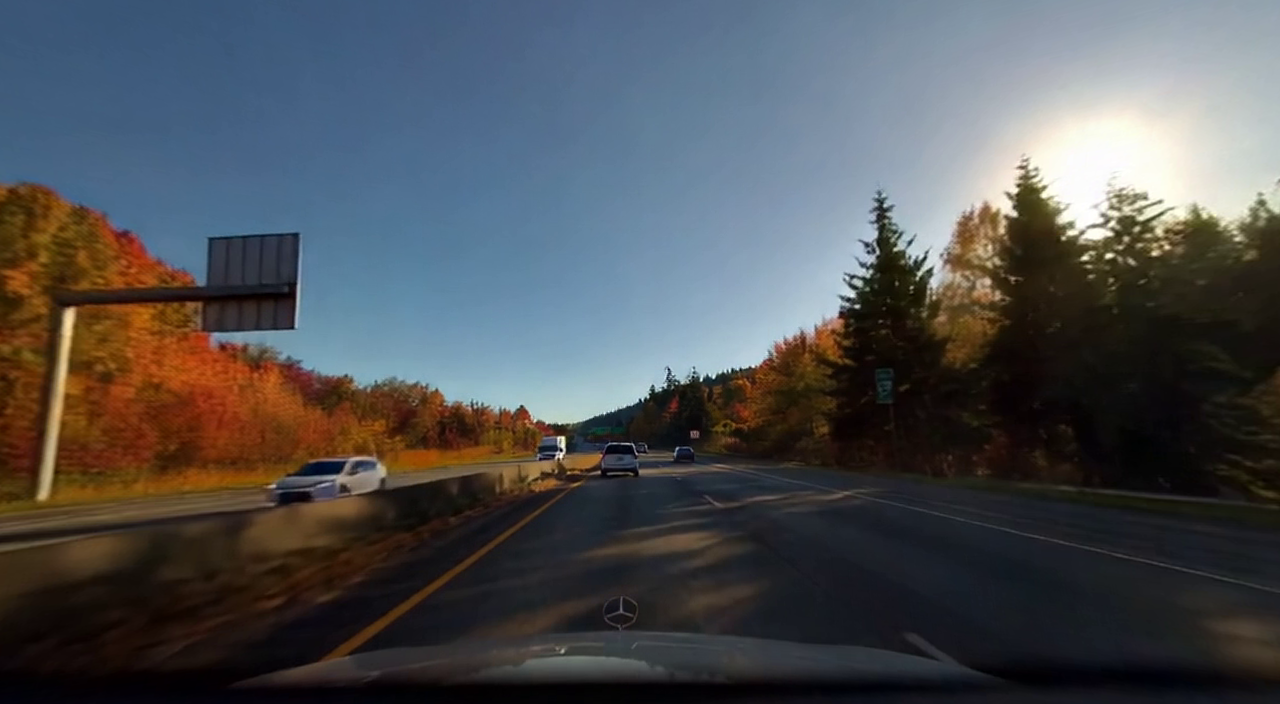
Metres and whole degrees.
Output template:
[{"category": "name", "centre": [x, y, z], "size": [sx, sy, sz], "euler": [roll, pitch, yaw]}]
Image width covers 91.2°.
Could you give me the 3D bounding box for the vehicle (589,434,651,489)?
[{"category": "vehicle", "centre": [-0.631, 3.760, 21.822], "size": [1.937, 1.699, 3.936], "euler": [0, -9, 0]}]

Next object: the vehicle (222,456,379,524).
[{"category": "vehicle", "centre": [-9.012, 3.651, 17.119], "size": [1.920, 1.524, 4.179], "euler": [0, -9, 0]}]
